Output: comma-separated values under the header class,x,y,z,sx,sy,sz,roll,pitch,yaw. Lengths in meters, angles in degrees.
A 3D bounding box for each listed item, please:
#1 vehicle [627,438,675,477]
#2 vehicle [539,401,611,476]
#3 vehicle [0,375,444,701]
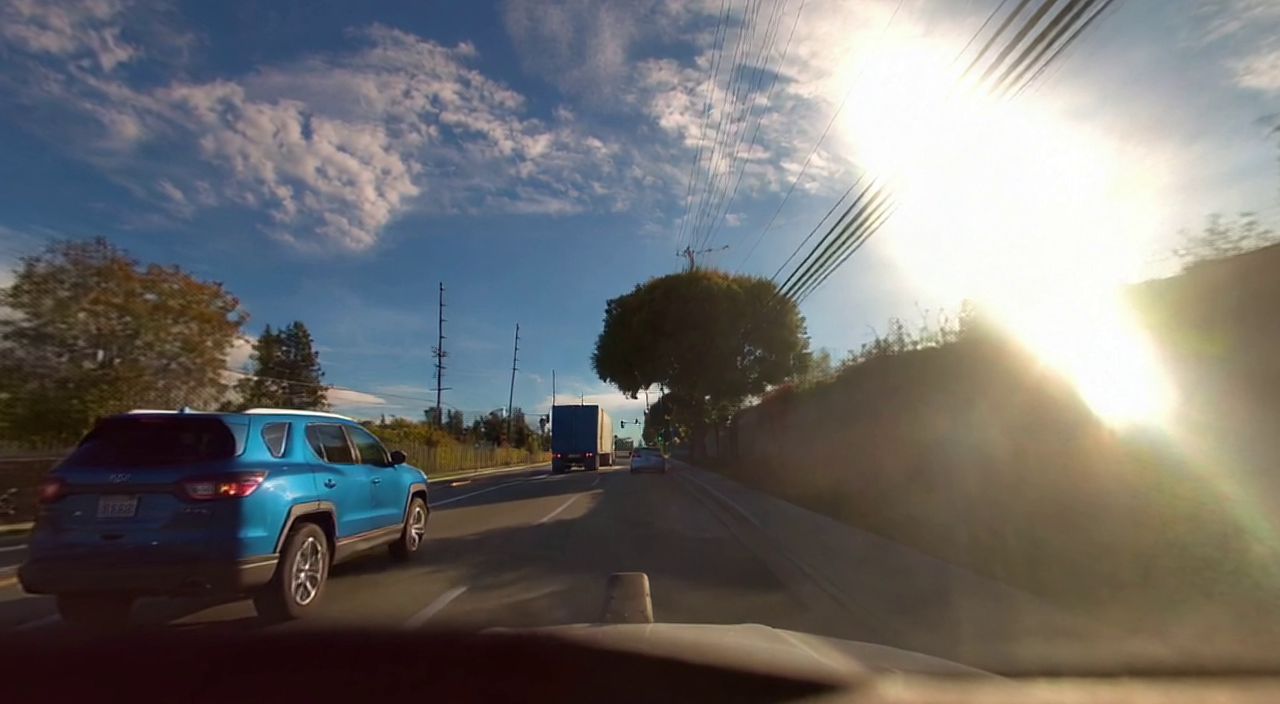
class,x,y,z,sx,sy,sz,roll,pitch,yaw
vehicle,0.536,5.108,30.641,2.174,1.749,4.113,0,-9,1
vehicle,-3.404,4.942,35.635,2.928,3.658,8.980,0,-9,1
vehicle,-3.677,1.387,5.916,2.093,1.832,4.508,0,-9,1
